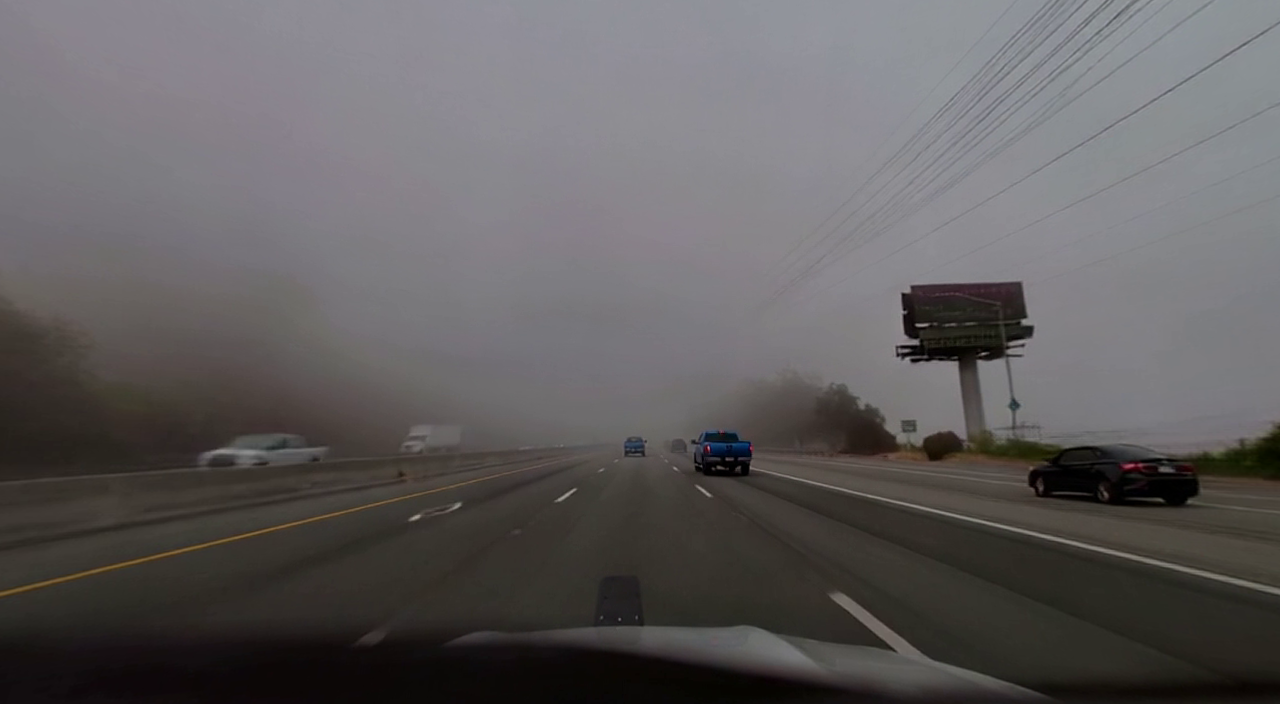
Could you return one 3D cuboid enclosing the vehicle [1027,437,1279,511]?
[{"bbox_3d":[11.718,2.790,14.953,2.076,1.470,4.644,0,-9,0],"label":"vehicle"}]

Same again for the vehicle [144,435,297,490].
[{"bbox_3d":[-13.421,3.543,20.552,1.928,1.574,4.428,0,-9,0],"label":"vehicle"}]
